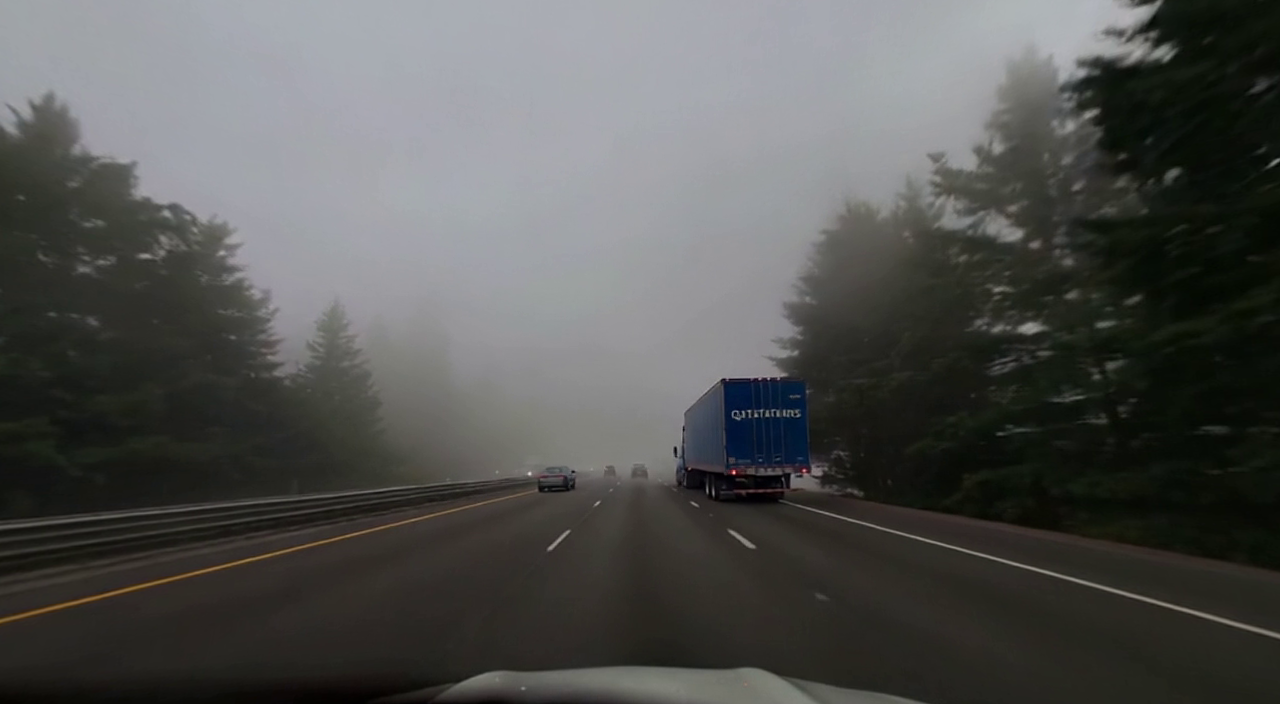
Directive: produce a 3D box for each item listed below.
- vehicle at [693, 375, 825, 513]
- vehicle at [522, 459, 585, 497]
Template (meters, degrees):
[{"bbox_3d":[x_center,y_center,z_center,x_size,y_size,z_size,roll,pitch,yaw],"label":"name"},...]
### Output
[{"bbox_3d":[3.948,3.678,24.042,2.871,4.032,10.642,1,-11,0],"label":"vehicle"},{"bbox_3d":[-3.960,5.906,29.717,2.180,1.556,4.895,0,-11,1],"label":"vehicle"}]
